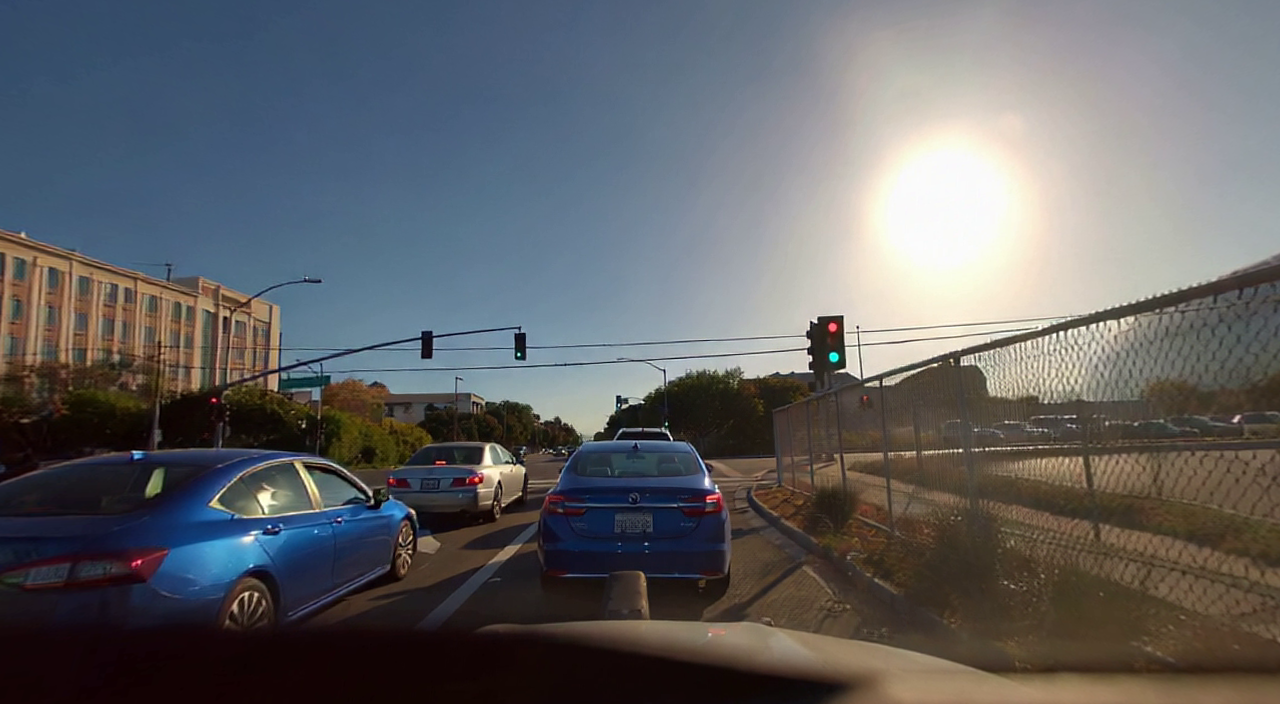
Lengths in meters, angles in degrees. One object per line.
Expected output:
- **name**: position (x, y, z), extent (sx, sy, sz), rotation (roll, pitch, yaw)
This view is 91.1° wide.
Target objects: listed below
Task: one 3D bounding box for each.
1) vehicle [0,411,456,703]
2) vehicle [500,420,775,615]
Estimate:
- **vehicle**: position (-3.201, 1.347, 5.027), extent (1.971, 1.488, 4.581), rotation (0, -9, 1)
- **vehicle**: position (-0.016, 1.601, 7.012), extent (2.144, 1.514, 4.063), rotation (0, -9, 0)
